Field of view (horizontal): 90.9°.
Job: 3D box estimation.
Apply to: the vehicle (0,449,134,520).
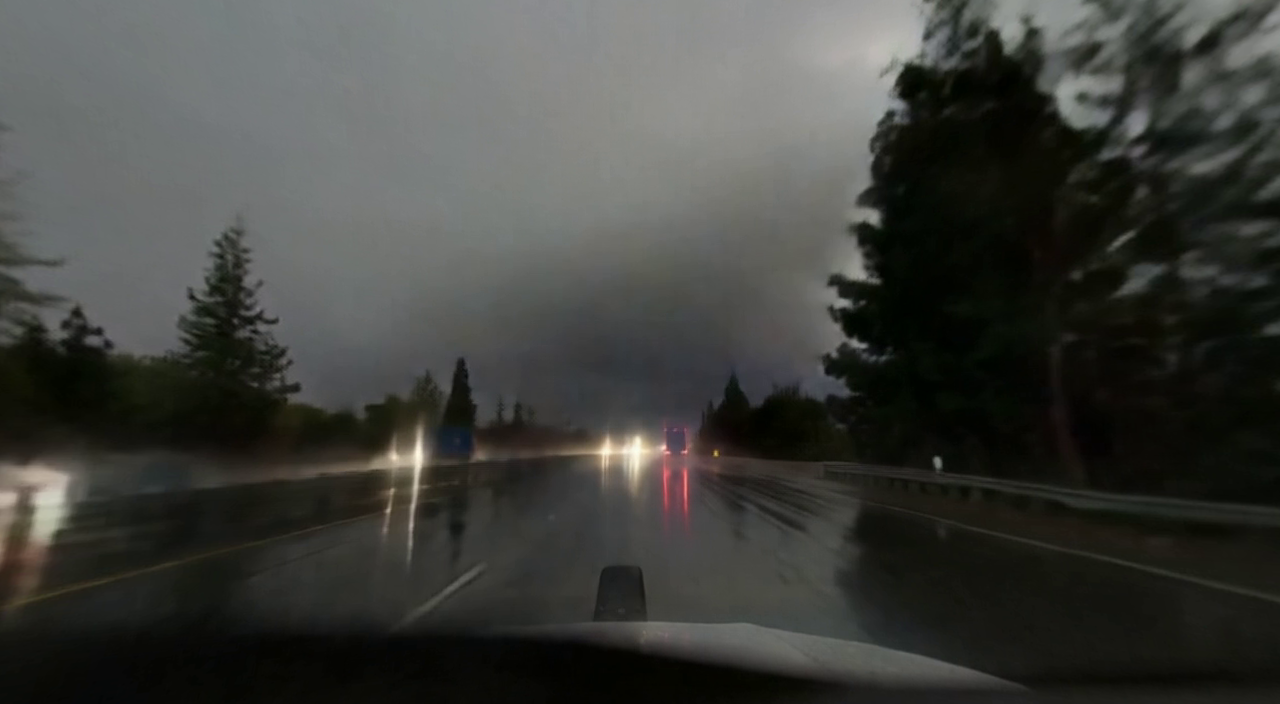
[{"bbox_3d":[-16.210,3.408,16.574,1.946,1.683,4.594,0,-9,0],"label":"vehicle"}]
